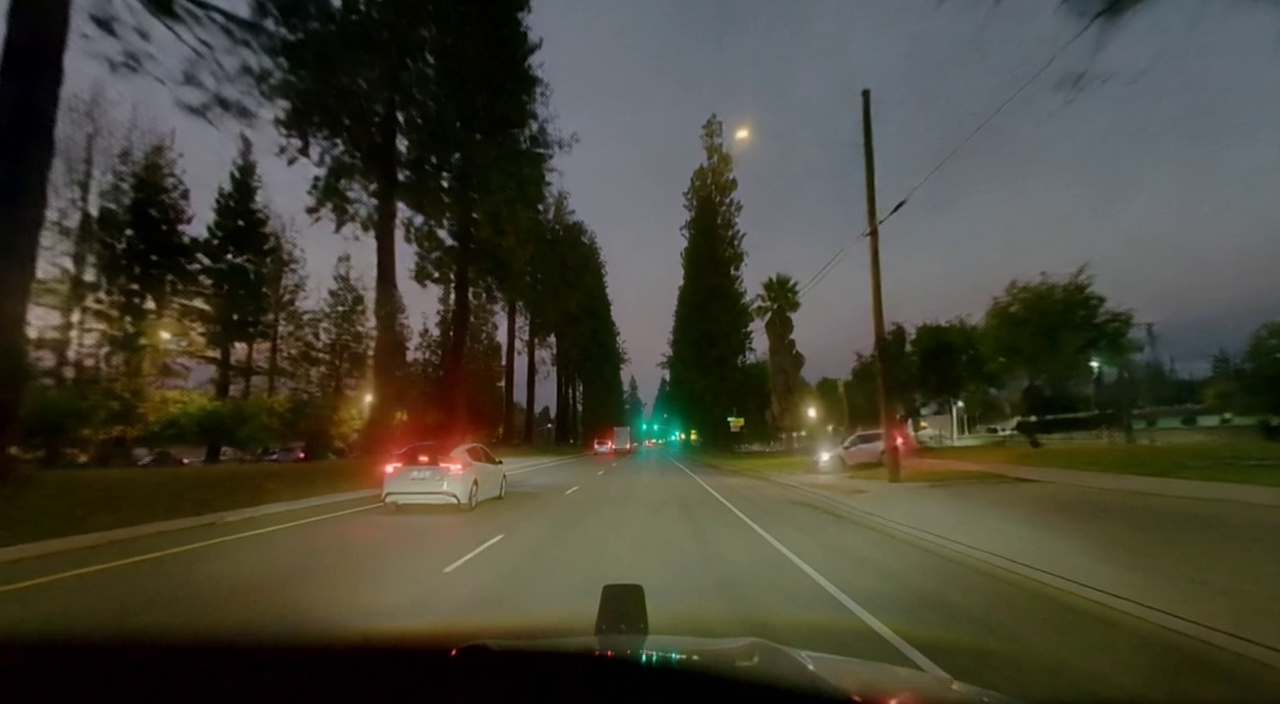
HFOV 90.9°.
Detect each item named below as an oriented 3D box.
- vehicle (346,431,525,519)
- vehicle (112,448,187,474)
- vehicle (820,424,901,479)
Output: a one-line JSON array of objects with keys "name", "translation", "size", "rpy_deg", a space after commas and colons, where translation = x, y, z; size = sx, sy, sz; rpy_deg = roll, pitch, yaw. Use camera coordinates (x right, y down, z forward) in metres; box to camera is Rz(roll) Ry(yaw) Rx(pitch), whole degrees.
[{"name": "vehicle", "translation": [-3.869, 2.399, 12.901], "size": [2.033, 1.454, 4.512], "rpy_deg": [0, -8, 2]}, {"name": "vehicle", "translation": [-31.859, 7.060, 41.066], "size": [1.811, 1.550, 3.710], "rpy_deg": [0, -8, 0]}, {"name": "vehicle", "translation": [7.243, 3.285, 20.985], "size": [1.594, 1.688, 2.861], "rpy_deg": [0, -8, 0]}]
